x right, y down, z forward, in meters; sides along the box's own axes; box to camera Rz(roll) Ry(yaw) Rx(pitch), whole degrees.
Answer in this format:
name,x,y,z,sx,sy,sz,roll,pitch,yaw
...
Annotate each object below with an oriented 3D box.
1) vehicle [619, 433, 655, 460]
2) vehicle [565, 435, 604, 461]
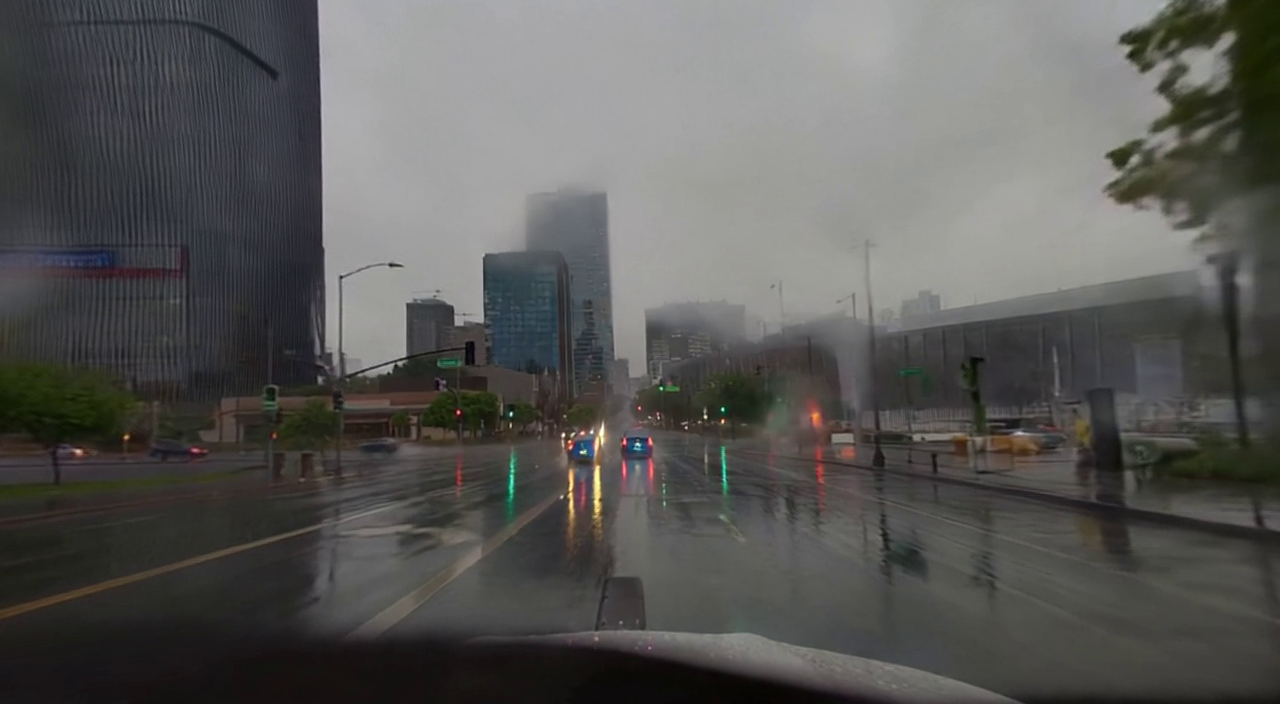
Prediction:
name,x,y,z,sx,sy,sz,roll,pitch,yaw
vehicle,-0.169,5.653,37.880,2.016,1.478,3.795,0,-8,0
vehicle,-3.374,5.890,38.922,1.995,1.479,4.627,0,-8,0
